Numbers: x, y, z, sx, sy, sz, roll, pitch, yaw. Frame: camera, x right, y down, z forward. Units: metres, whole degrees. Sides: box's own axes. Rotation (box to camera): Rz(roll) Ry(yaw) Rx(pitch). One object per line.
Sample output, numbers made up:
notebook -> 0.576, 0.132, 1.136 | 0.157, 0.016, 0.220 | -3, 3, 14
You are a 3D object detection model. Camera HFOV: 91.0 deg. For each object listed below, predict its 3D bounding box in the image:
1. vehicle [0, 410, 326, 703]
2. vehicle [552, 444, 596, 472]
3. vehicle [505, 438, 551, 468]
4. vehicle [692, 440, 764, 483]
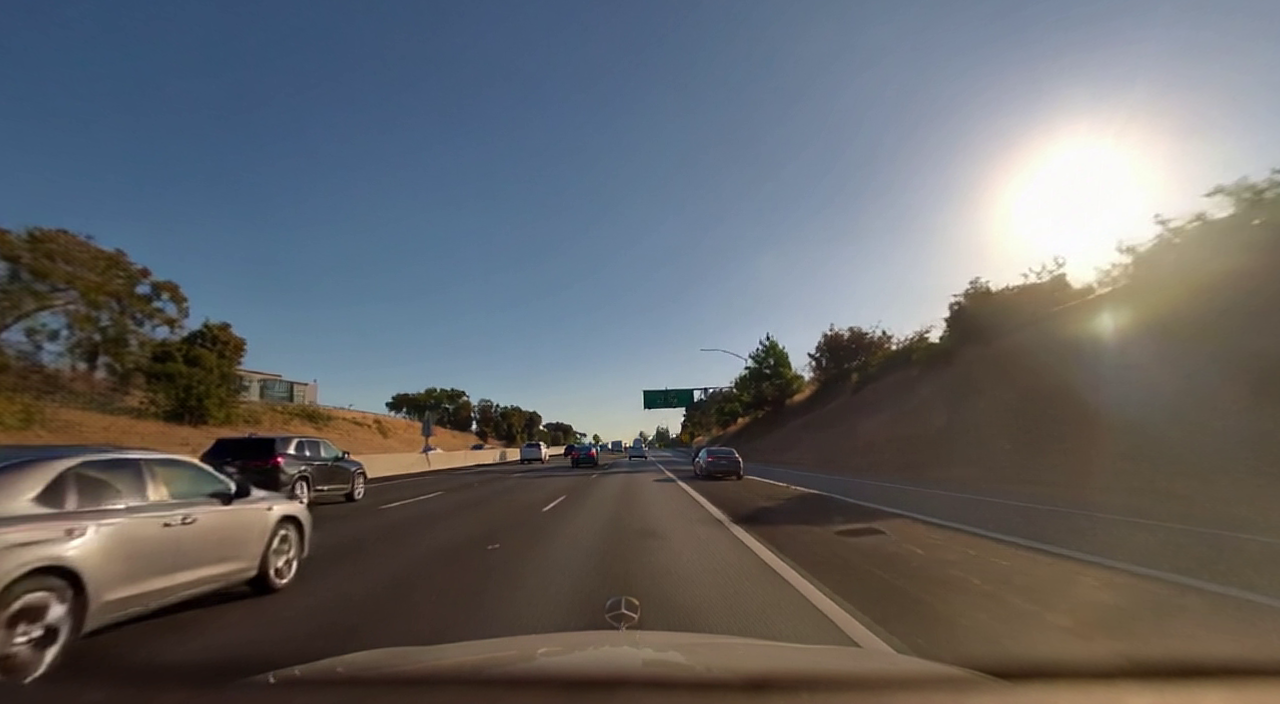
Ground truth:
vehicle -> -4.049, 1.166, 3.828 | 1.988, 1.506, 4.416 | 0, -9, 0
vehicle -> -3.746, 6.065, 36.280 | 2.071, 1.478, 4.130 | 0, -9, 0
vehicle -> -7.051, 6.430, 40.099 | 2.111, 1.811, 4.391 | 0, -9, 0
vehicle -> 3.337, 4.262, 24.775 | 2.141, 1.507, 4.510 | 0, -9, -1
